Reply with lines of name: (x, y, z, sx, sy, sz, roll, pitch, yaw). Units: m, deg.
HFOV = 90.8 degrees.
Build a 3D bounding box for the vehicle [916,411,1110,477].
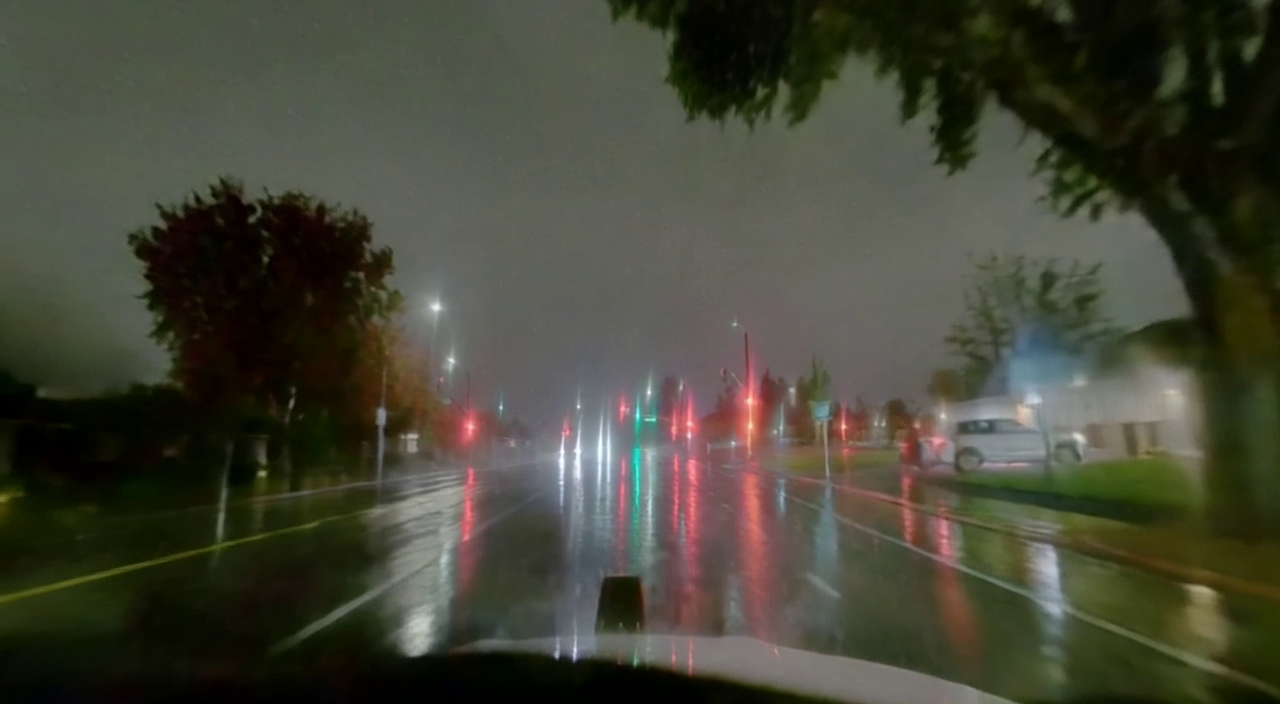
vehicle: (10.772, 2.691, 18.496, 4.423, 1.779, 1.883, 0, -8, 0)
